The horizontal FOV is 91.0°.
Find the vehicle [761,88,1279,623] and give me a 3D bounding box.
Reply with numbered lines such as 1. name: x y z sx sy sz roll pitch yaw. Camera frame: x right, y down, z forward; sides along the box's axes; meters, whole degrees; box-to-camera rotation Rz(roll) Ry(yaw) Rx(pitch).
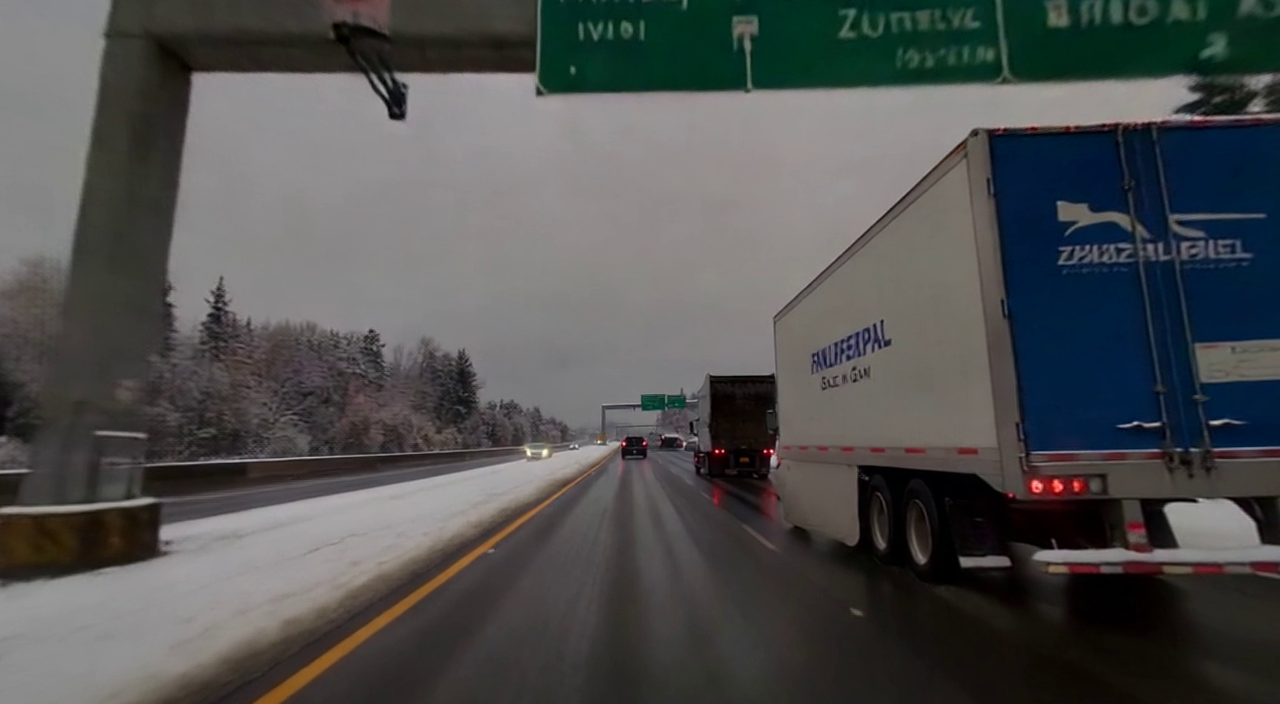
1. vehicle: 4.236 0.531 9.276 2.853 4.086 9.078 0 -8 -1

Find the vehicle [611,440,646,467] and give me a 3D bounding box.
1. vehicle: -0.674 5.935 36.989 1.943 1.491 3.459 0 -8 -1
